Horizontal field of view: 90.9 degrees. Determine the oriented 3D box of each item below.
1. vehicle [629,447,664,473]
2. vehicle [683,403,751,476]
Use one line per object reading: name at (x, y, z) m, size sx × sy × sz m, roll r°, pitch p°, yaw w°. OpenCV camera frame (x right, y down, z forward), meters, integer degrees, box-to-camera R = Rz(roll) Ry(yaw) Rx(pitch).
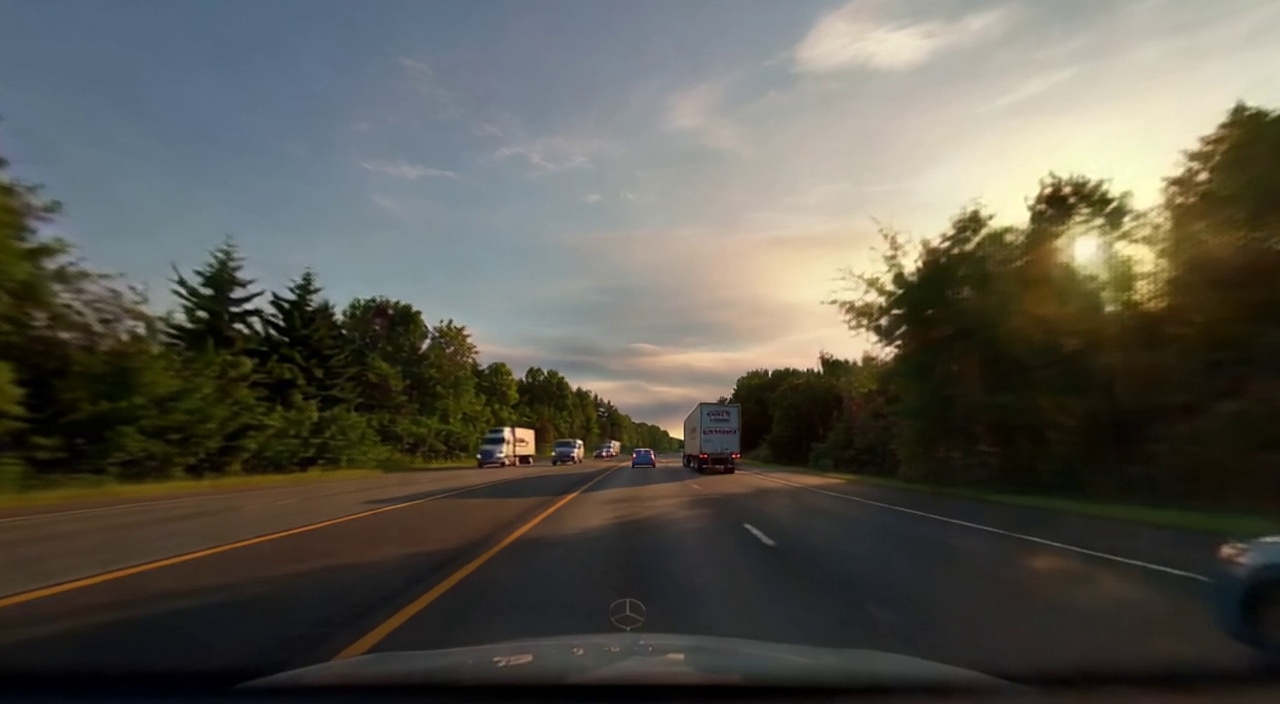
vehicle at (0.400, 6.569, 38.553) m, size 2.074 × 1.475 × 3.960 m, roll 0°, pitch -9°, yaw 1°
vehicle at (4.821, 6.010, 42.653) m, size 2.909 × 4.074 × 14.457 m, roll 0°, pitch -9°, yaw 0°
